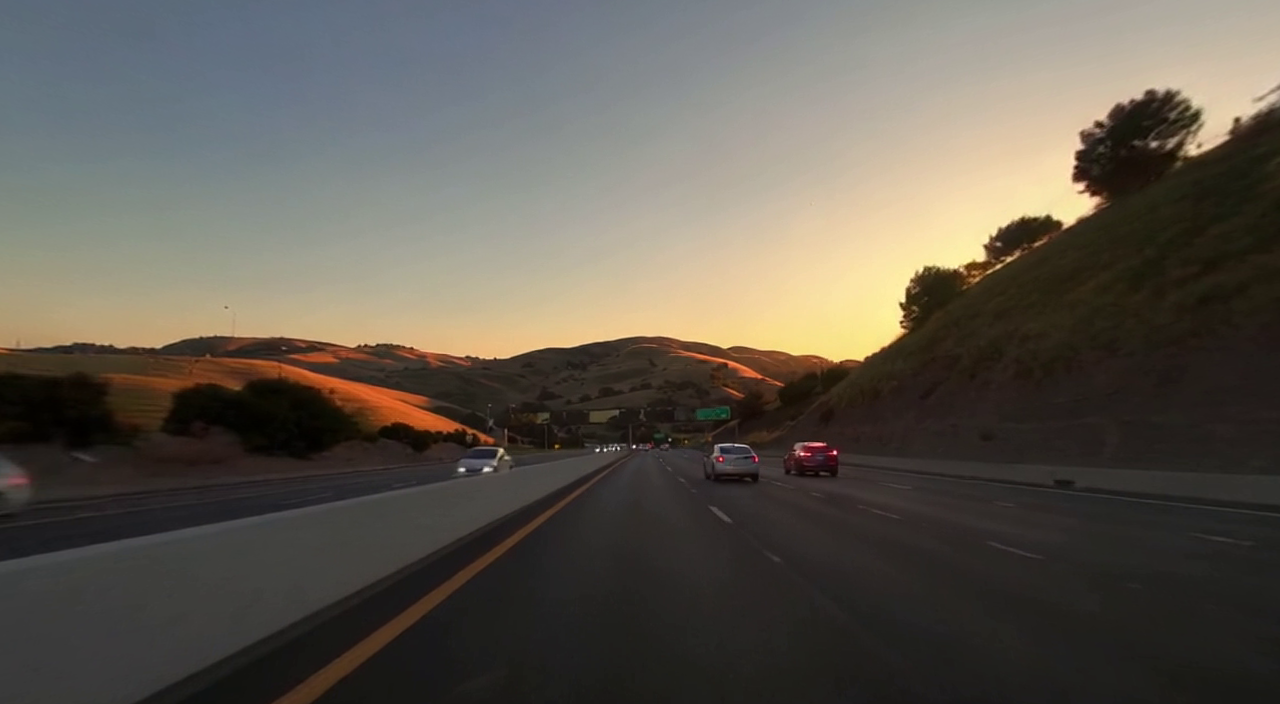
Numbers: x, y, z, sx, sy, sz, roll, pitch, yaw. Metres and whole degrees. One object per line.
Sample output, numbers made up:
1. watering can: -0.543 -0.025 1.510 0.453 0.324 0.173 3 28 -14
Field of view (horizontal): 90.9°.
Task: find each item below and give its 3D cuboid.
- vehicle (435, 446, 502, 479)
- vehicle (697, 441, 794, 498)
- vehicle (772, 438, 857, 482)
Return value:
1. vehicle: -8.690 5.645 32.403 2.163 1.544 4.355 0 -8 0
2. vehicle: 2.874 3.303 18.177 2.044 1.444 4.216 0 -8 -1
3. vehicle: 6.719 4.195 24.890 1.988 1.530 4.777 0 -8 0
